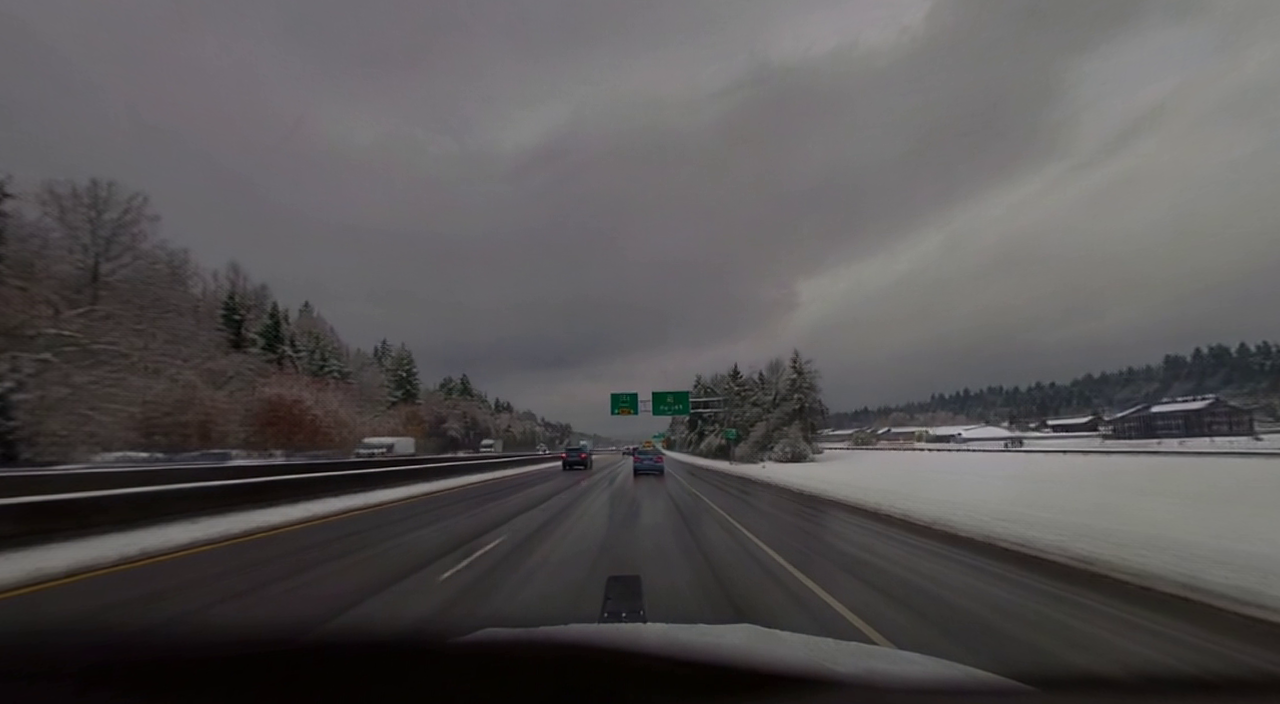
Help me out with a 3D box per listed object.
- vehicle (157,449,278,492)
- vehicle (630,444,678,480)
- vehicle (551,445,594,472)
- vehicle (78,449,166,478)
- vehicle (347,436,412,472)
[{"bbox_3d":[-16.917,4.734,25.535,1.893,1.544,4.323,0,-9,-1],"label":"vehicle"},{"bbox_3d":[0.625,4.820,27.773,1.960,1.456,3.818,-1,-9,1],"label":"vehicle"},{"bbox_3d":[-4.036,6.461,38.296,2.081,1.534,4.543,0,-9,1],"label":"vehicle"},{"bbox_3d":[-31.483,6.778,38.467,1.857,1.602,4.302,0,-9,-3],"label":"vehicle"},{"bbox_3d":[-20.418,8.045,49.800,2.353,2.613,6.328,0,-9,1],"label":"vehicle"}]
